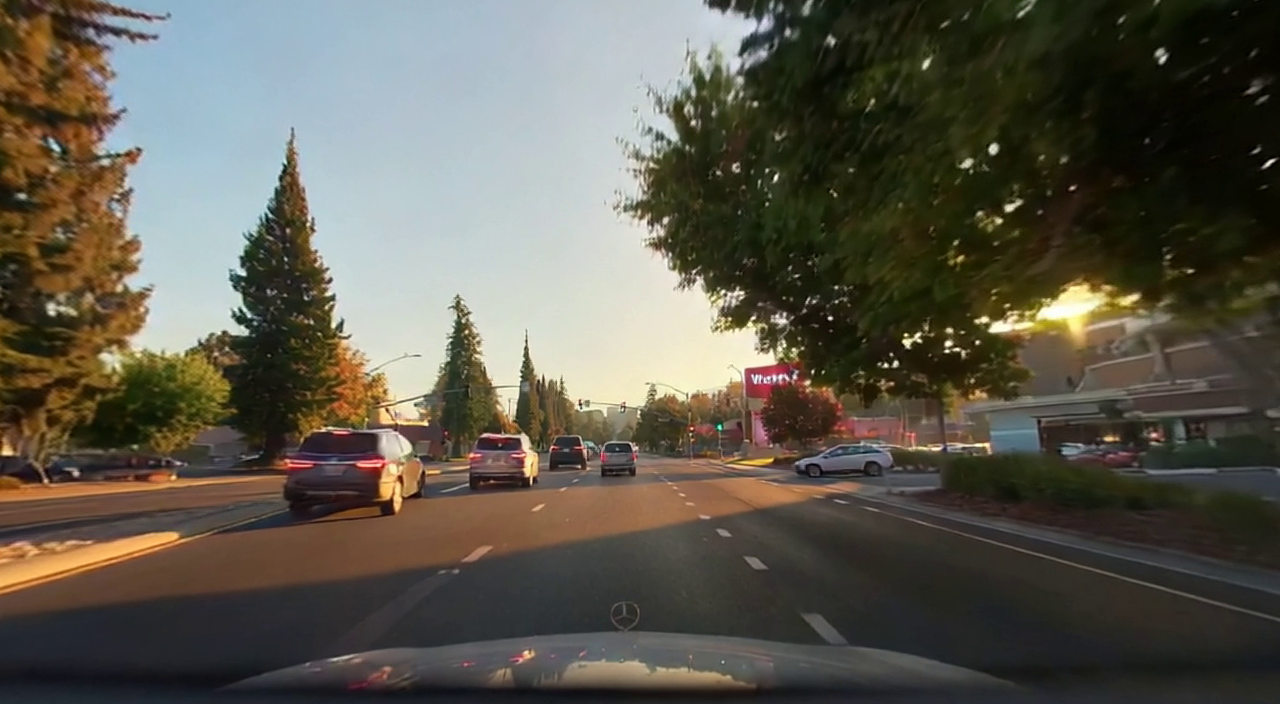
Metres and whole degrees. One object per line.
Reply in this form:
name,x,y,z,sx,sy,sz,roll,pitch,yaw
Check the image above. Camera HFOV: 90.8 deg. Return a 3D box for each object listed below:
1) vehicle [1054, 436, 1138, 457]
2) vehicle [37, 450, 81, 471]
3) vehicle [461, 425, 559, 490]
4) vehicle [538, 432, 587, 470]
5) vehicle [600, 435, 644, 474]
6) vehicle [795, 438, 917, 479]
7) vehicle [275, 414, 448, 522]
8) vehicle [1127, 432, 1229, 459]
vehicle,31.928,6.608,44.328,4.438,1.423,1.897,0,-8,-1
vehicle,-45.645,8.497,49.720,1.970,1.508,4.687,6,-10,-37
vehicle,-4.105,3.428,20.901,2.159,1.877,4.925,0,-8,0
vehicle,-4.373,5.687,36.554,2.252,1.999,5.605,0,-8,-2
vehicle,-0.894,5.083,31.717,2.061,1.809,4.141,0,-8,-1
vehicle,9.668,4.734,28.414,4.734,1.726,2.039,2,-8,-12
vehicle,-5.451,2.307,13.144,2.093,1.803,4.668,1,-8,-9
vehicle,31.750,5.529,37.363,4.352,1.482,1.954,1,-8,-3
